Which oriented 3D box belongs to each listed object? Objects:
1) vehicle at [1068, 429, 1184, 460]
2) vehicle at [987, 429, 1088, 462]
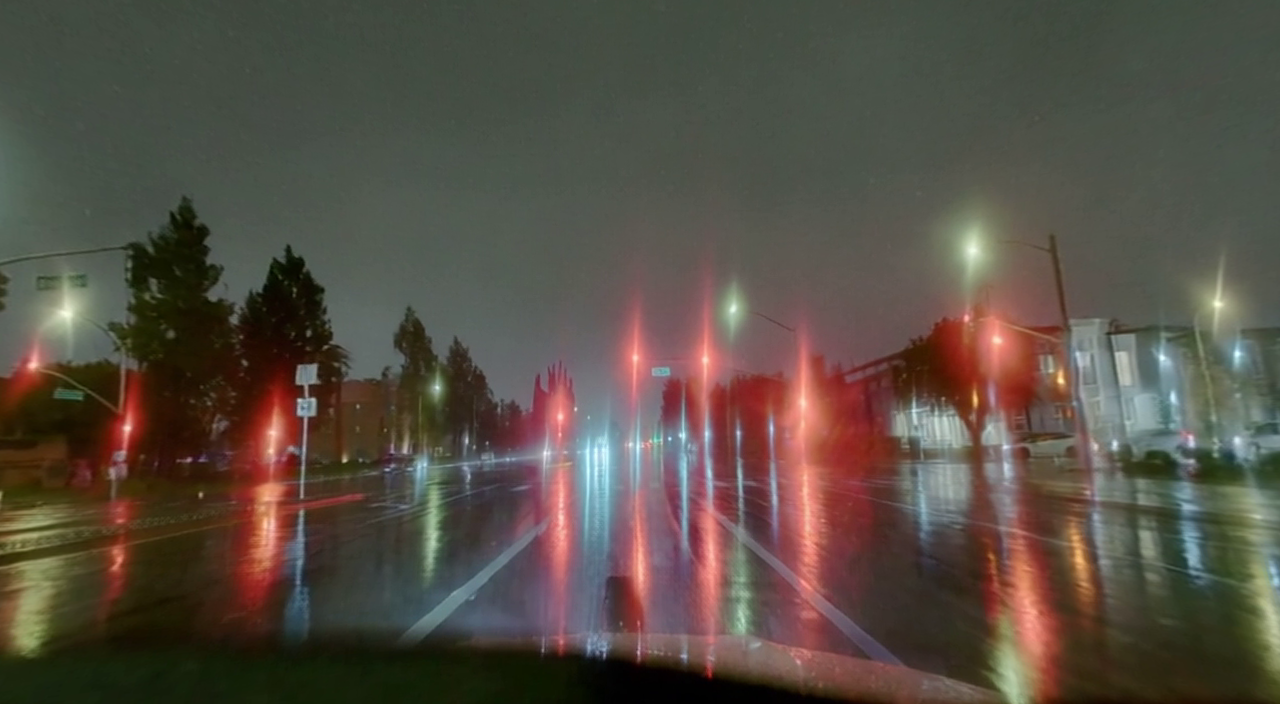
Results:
[{"bbox_3d":[27.298,5.226,35.567,4.910,1.644,2.032,0,-9,-4],"label":"vehicle"},{"bbox_3d":[22.038,5.216,35.092,4.323,1.746,1.872,0,-9,-3],"label":"vehicle"}]
